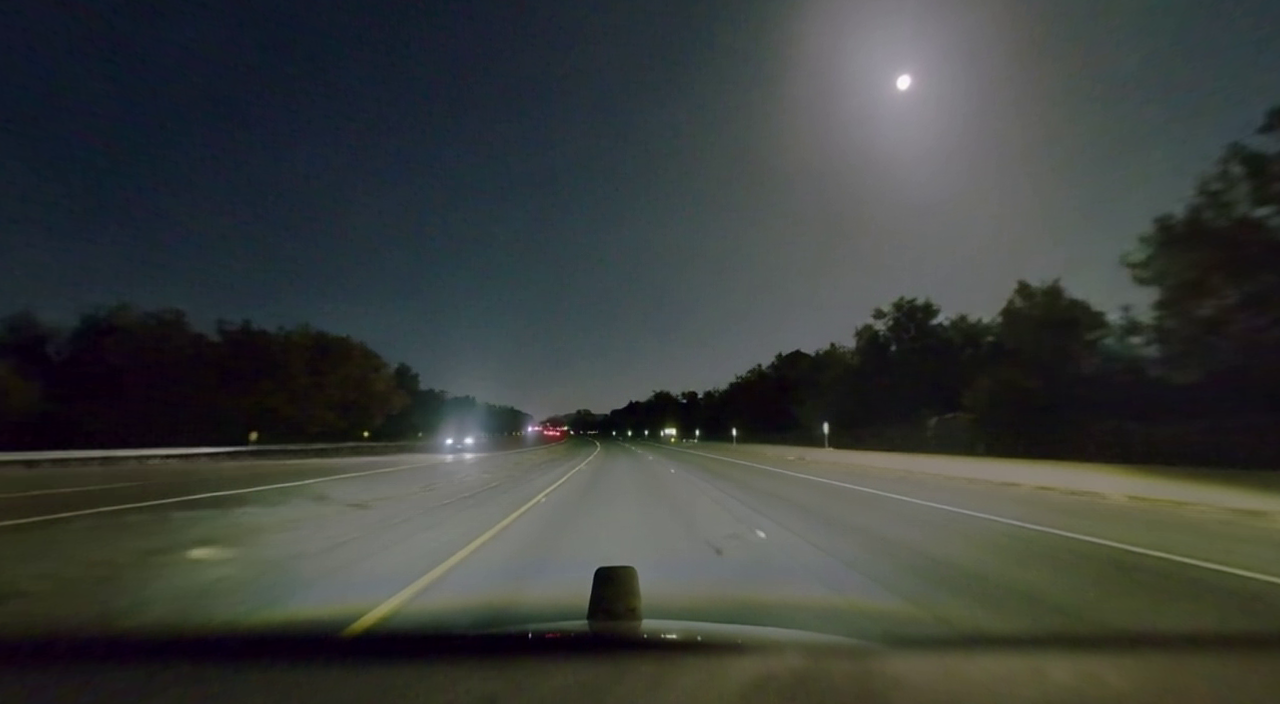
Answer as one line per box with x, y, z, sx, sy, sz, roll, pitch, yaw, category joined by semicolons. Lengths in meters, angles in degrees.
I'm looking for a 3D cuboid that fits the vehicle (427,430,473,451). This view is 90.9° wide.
-13.977;6.538;46.605;2.090;1.486;4.511;0;-8;-2;vehicle
